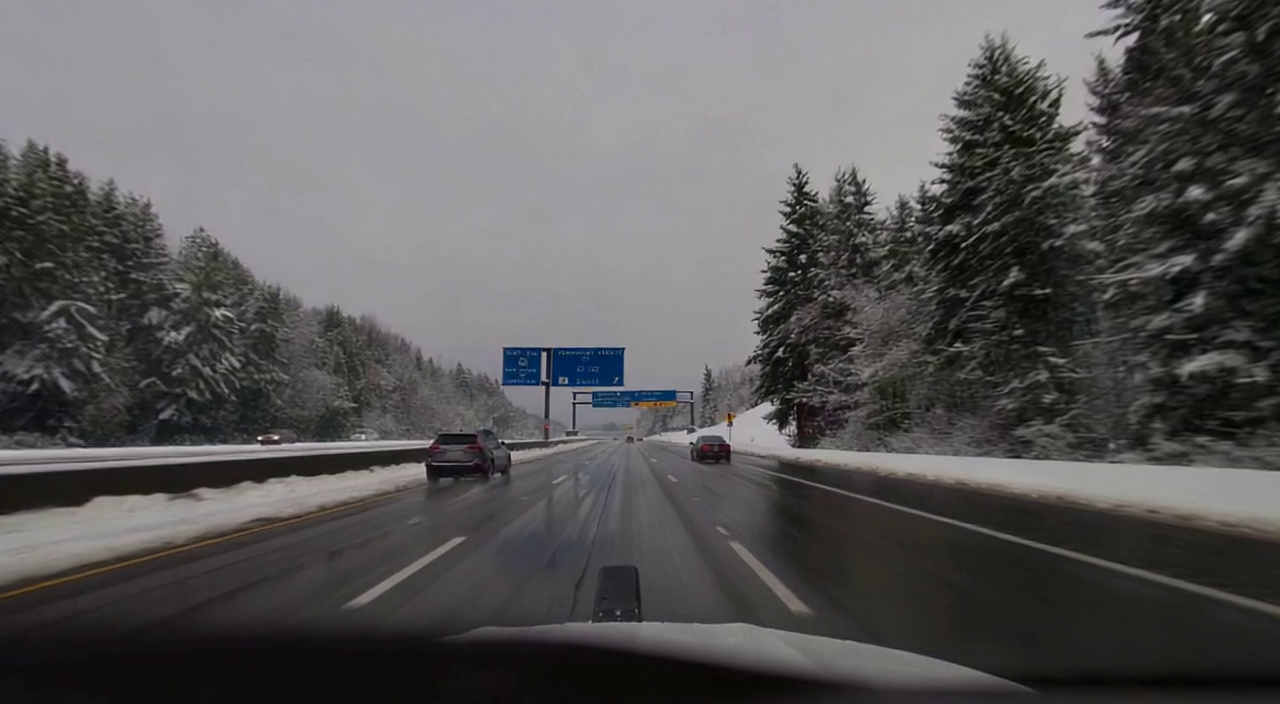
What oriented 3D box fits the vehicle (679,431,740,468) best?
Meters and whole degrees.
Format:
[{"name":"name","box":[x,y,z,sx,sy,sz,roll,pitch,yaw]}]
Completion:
[{"name":"vehicle","box":[3.040,4.390,28.491,2.077,1.523,4.539,0,-8,-2]}]

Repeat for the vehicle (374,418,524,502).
[{"name":"vehicle","box":[-4.203,2.444,14.692,2.219,1.660,4.153,0,-8,-1]}]
